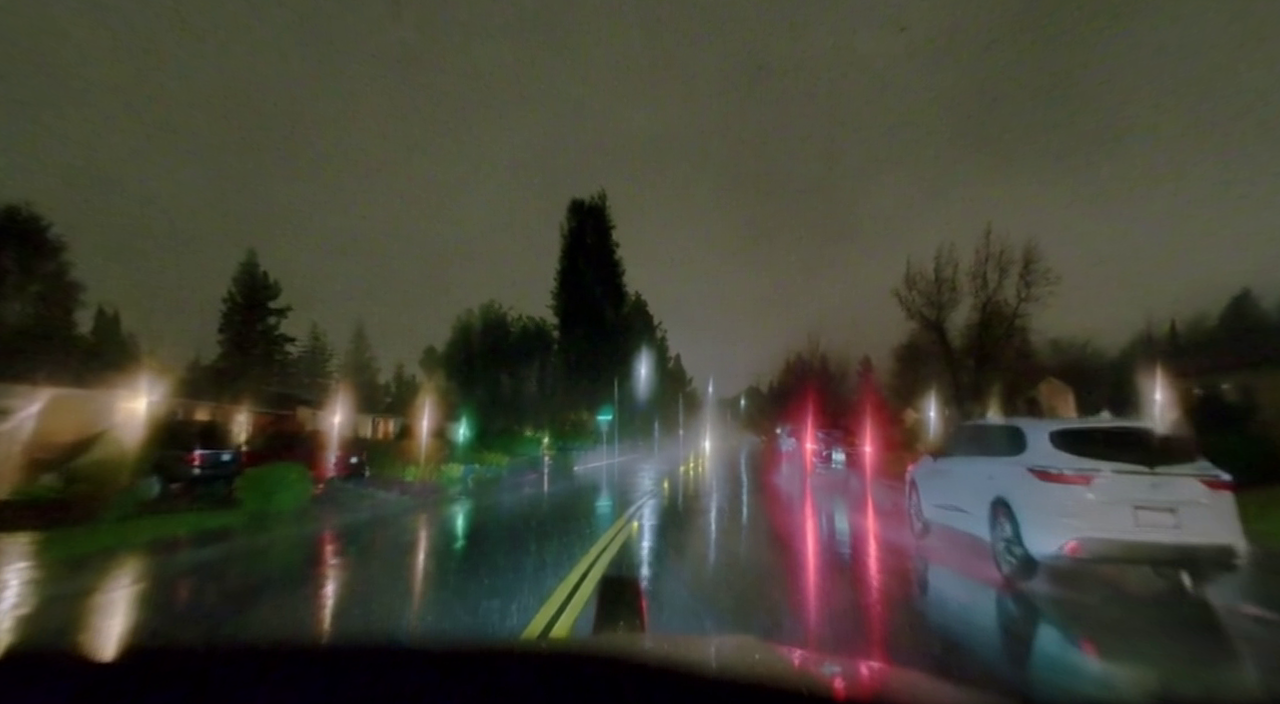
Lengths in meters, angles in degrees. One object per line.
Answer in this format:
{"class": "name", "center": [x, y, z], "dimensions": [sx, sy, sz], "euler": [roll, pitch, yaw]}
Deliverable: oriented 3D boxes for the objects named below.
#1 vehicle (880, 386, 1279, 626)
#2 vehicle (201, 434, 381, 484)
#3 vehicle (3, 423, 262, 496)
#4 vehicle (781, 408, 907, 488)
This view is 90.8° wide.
{"class": "vehicle", "center": [4.515, 1.513, 7.213], "dimensions": [2.194, 1.786, 4.704], "euler": [-1, -9, 7]}
{"class": "vehicle", "center": [-10.662, 3.290, 19.506], "dimensions": [4.455, 1.419, 2.017], "euler": [-1, -9, 7]}
{"class": "vehicle", "center": [-12.091, 2.572, 15.264], "dimensions": [4.635, 1.594, 2.132], "euler": [-1, -9, 8]}
{"class": "vehicle", "center": [6.176, 3.048, 20.138], "dimensions": [2.735, 2.117, 6.103], "euler": [-1, -9, 8]}
